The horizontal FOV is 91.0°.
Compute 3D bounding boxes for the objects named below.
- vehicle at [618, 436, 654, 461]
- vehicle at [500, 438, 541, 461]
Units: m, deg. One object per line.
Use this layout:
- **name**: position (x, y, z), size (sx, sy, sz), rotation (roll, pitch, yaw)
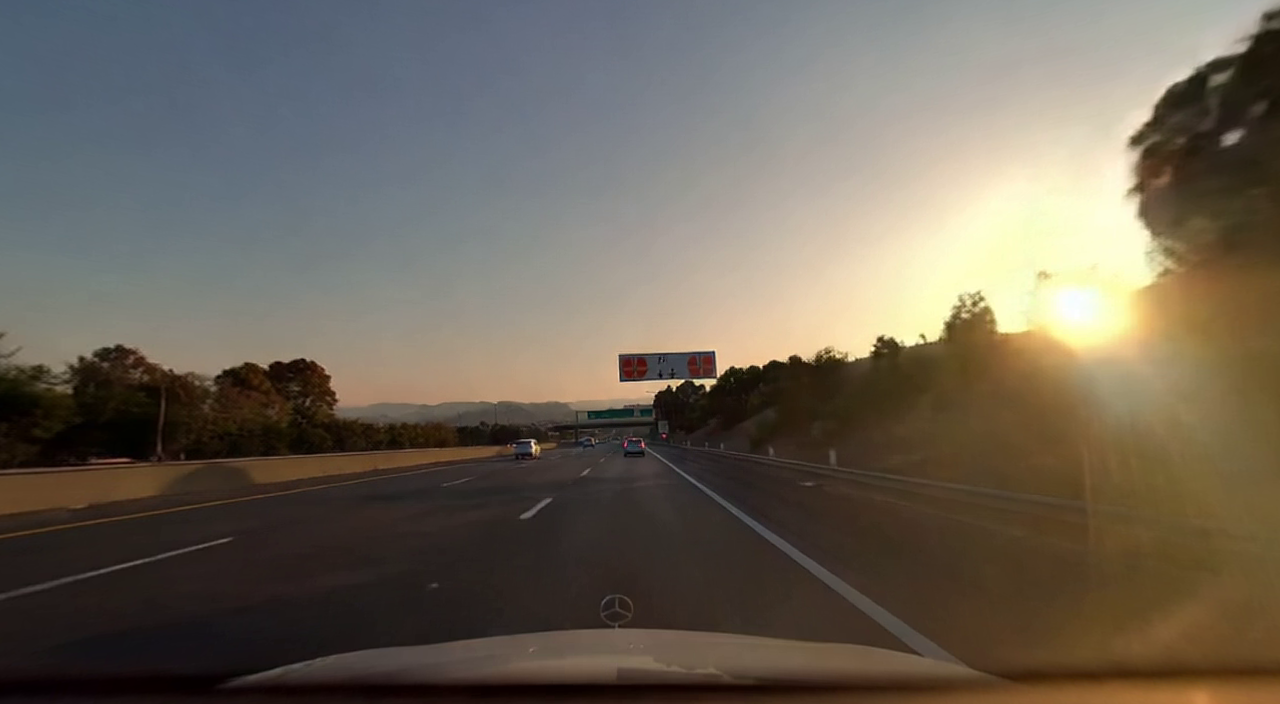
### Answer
- **vehicle**: position (-0.283, 5.844, 38.353), size (2.072, 1.440, 3.690), rotation (0, -8, -1)
- **vehicle**: position (-8.141, 6.675, 43.306), size (1.939, 1.504, 4.727), rotation (0, -8, -1)
